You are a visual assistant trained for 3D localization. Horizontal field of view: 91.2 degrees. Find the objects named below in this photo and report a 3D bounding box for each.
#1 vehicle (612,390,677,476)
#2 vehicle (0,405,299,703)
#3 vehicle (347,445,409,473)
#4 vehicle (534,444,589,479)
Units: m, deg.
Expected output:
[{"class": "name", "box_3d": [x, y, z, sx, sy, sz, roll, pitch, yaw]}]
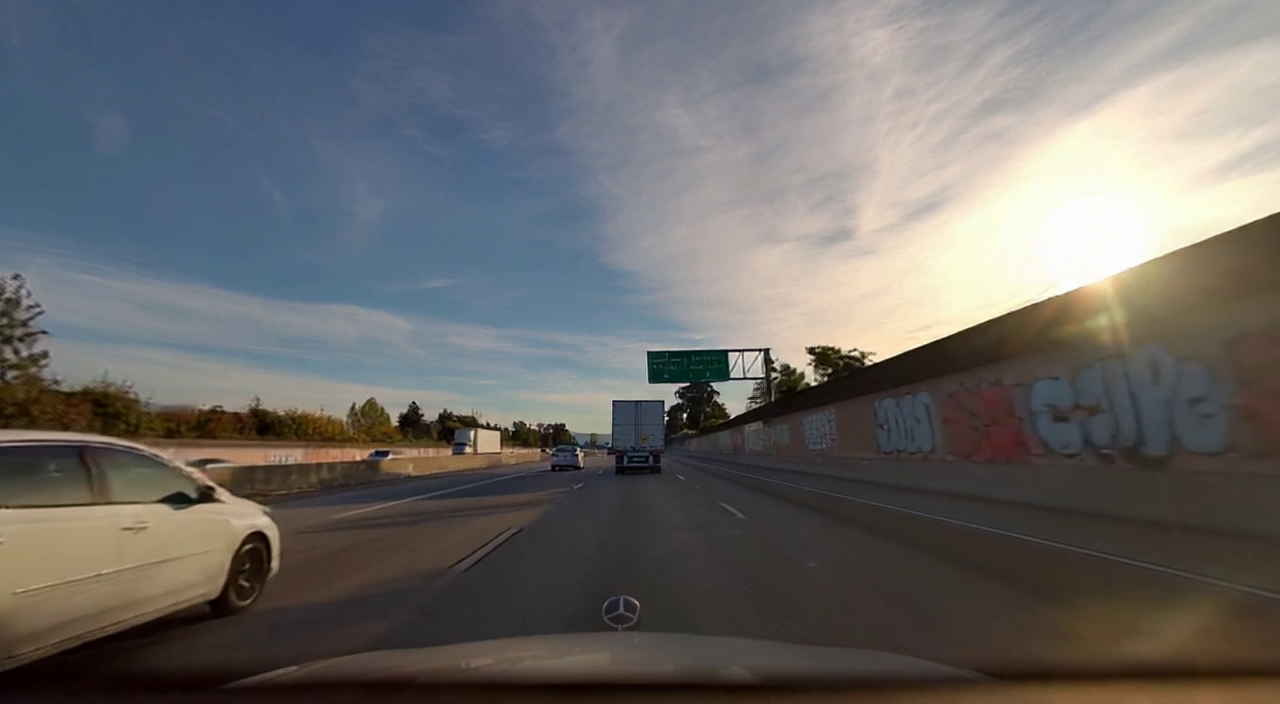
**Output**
[{"class": "vehicle", "box_3d": [0.115, 4.637, 34.851, 3.042, 4.023, 10.832, 0, -9, -1]}, {"class": "vehicle", "box_3d": [-3.826, 1.052, 3.127, 1.936, 1.500, 4.055, 0, -9, 0]}, {"class": "vehicle", "box_3d": [-17.664, 7.253, 42.541, 2.034, 1.757, 4.730, -1, -9, 2]}, {"class": "vehicle", "box_3d": [-3.726, 5.284, 30.365, 2.158, 1.538, 4.047, 0, -9, 0]}]
